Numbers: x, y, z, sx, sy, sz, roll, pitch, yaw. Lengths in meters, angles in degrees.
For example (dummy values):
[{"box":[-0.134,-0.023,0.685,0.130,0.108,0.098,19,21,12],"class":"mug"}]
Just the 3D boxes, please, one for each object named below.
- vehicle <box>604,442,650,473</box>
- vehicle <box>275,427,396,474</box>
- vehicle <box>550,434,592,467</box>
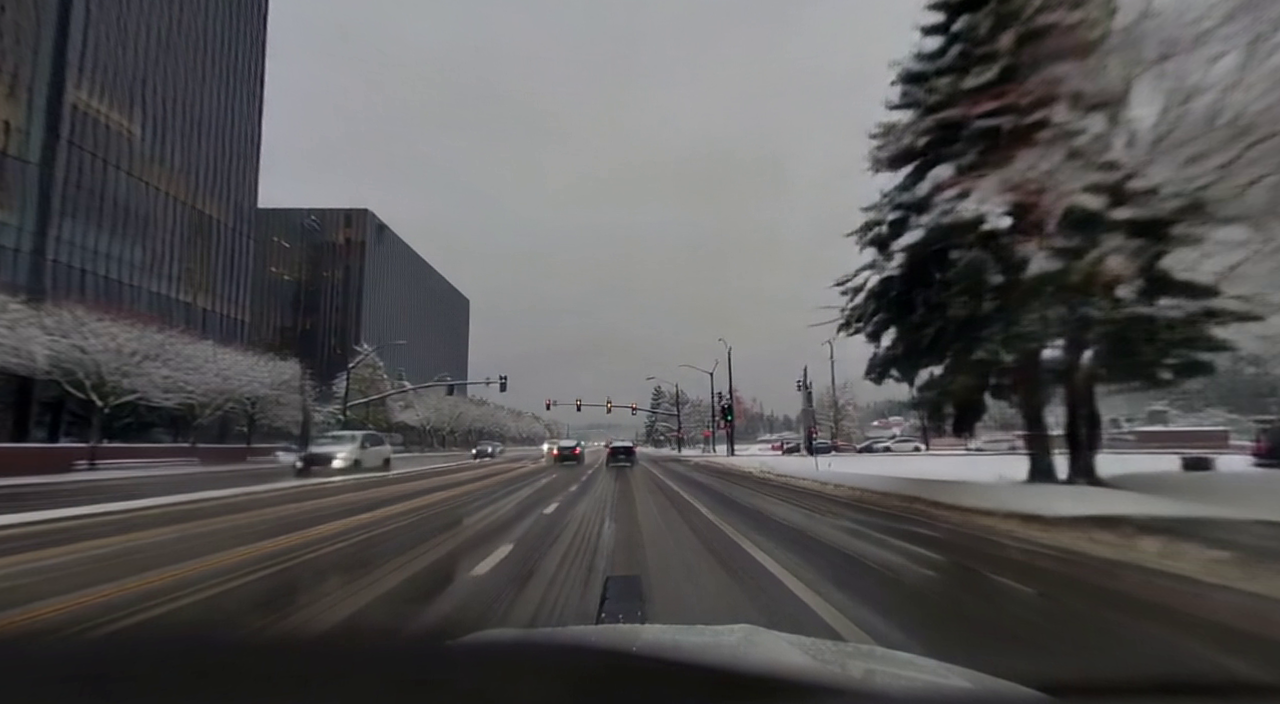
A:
[{"box":[-0.642,4.998,30.149,2.050,1.385,4.096,0,-8,-2],"class":"vehicle"},{"box":[-15.363,5.036,32.571,2.680,2.131,6.995,0,-8,0],"class":"vehicle"},{"box":[-3.942,5.737,36.780,2.001,1.784,4.483,0,-8,0],"class":"vehicle"}]
